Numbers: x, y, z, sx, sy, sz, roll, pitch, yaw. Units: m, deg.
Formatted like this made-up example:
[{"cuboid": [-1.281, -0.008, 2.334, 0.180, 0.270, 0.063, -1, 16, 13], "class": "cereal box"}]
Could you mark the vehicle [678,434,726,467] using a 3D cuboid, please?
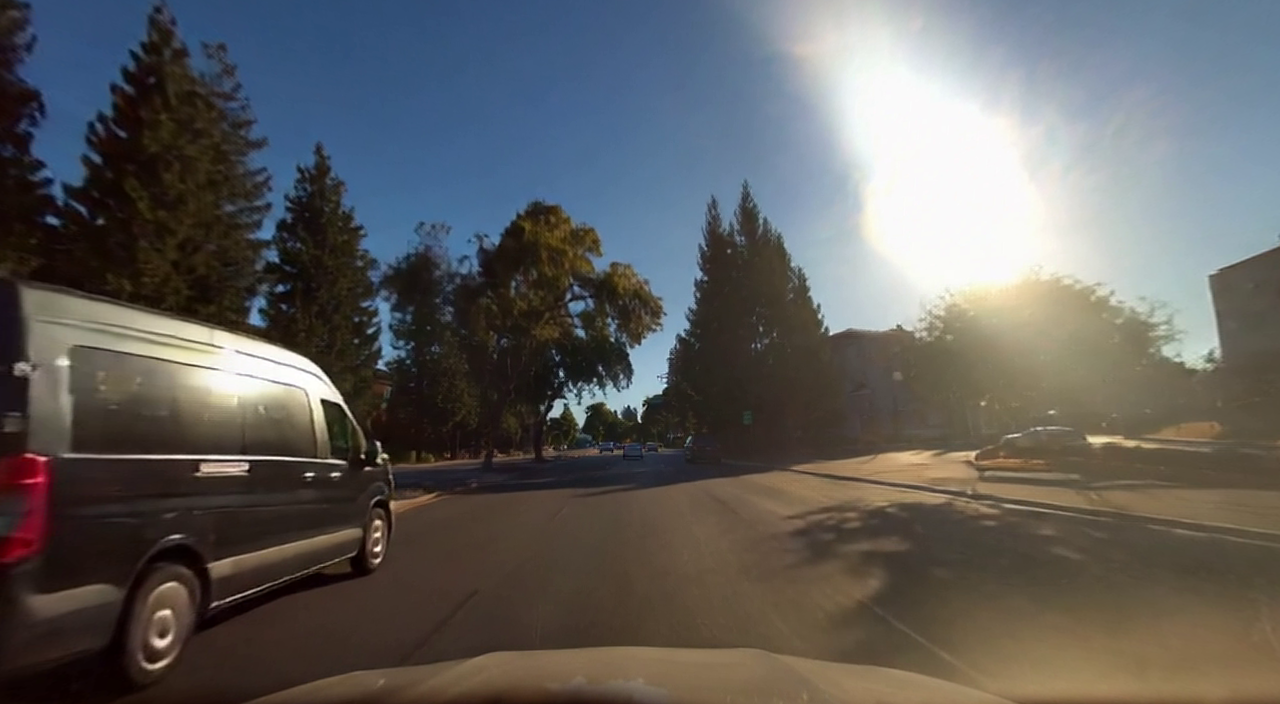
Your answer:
[{"cuboid": [3.451, 5.566, 35.792, 2.181, 1.781, 4.257, 0, -8, -1], "class": "vehicle"}]

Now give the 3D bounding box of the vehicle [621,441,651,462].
[{"cuboid": [-0.282, 7.026, 44.782, 2.039, 1.455, 3.826, 0, -8, -1], "class": "vehicle"}]

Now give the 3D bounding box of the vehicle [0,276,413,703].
[{"cuboid": [-3.482, 0.935, 4.333, 2.075, 1.863, 4.744, 0, -8, 0], "class": "vehicle"}]
